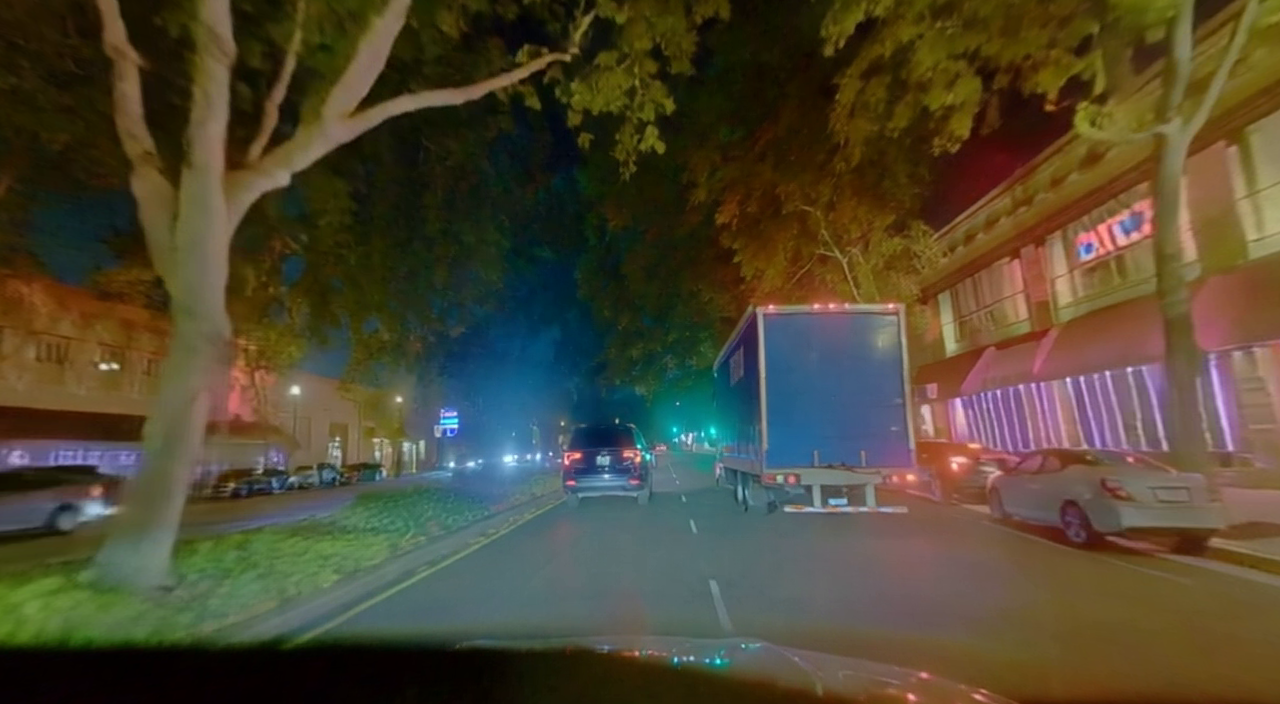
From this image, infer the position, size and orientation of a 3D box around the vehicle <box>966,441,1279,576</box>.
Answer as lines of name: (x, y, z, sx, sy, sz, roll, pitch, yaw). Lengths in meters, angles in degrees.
vehicle: (6.855, 2.111, 9.379, 1.929, 1.522, 4.158, -1, -9, 3)

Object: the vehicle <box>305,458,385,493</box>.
vehicle: (-15.528, 6.489, 33.531, 1.874, 1.506, 4.781, -5, -9, 1)

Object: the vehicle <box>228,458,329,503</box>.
vehicle: (-15.705, 5.552, 27.731, 1.841, 1.567, 4.413, -5, -9, 1)

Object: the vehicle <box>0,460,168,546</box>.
vehicle: (-12.310, 2.963, 12.744, 1.966, 1.442, 4.466, -1, -9, 3)

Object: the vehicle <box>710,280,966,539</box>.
vehicle: (3.879, 1.864, 16.734, 3.007, 4.206, 12.913, 0, -9, 2)

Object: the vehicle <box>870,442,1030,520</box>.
vehicle: (7.173, 2.978, 15.190, 1.739, 1.582, 4.282, 0, -9, 1)

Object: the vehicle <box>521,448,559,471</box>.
vehicle: (-7.327, 7.934, 46.864, 1.937, 1.641, 4.575, -1, -9, 2)

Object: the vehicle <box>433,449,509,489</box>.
vehicle: (-7.122, 4.962, 27.130, 2.056, 1.534, 4.645, 0, -9, -1)

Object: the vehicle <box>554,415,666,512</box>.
vehicle: (-0.541, 2.740, 15.886, 2.293, 2.036, 4.853, -1, -9, 3)
